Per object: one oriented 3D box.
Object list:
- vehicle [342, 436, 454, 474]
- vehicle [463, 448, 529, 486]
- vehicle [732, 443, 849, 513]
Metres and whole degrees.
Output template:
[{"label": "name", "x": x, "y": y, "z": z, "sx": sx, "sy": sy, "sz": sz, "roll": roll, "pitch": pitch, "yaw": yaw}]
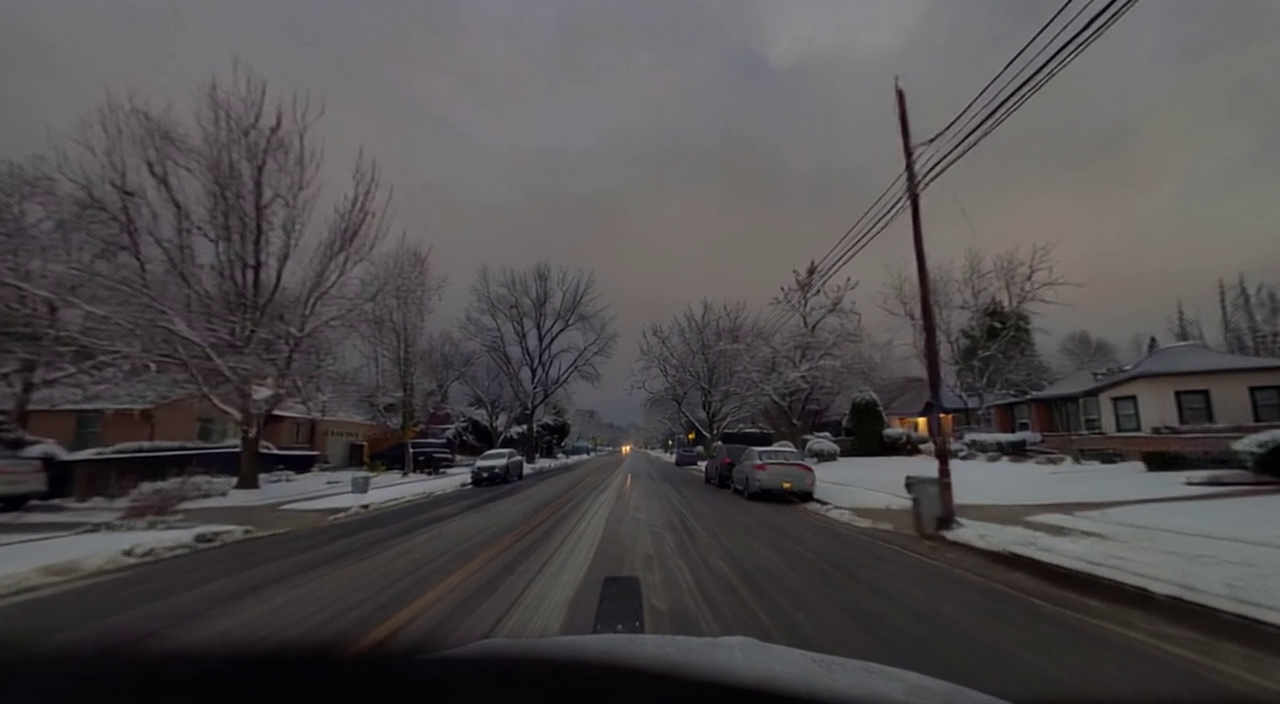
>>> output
[{"label": "vehicle", "x": -14.273, "y": 6.119, "z": 37.443, "sx": 5.681, "sy": 2.094, "sz": 2.344, "roll": 0, "pitch": -9, "yaw": 0}, {"label": "vehicle", "x": -6.470, "y": 5.206, "z": 28.823, "sx": 1.985, "sy": 1.497, "sz": 4.655, "roll": -2, "pitch": -8, "yaw": -1}, {"label": "vehicle", "x": 3.758, "y": 3.232, "z": 16.630, "sx": 1.917, "sy": 1.569, "sz": 4.460, "roll": 0, "pitch": -9, "yaw": -1}]
